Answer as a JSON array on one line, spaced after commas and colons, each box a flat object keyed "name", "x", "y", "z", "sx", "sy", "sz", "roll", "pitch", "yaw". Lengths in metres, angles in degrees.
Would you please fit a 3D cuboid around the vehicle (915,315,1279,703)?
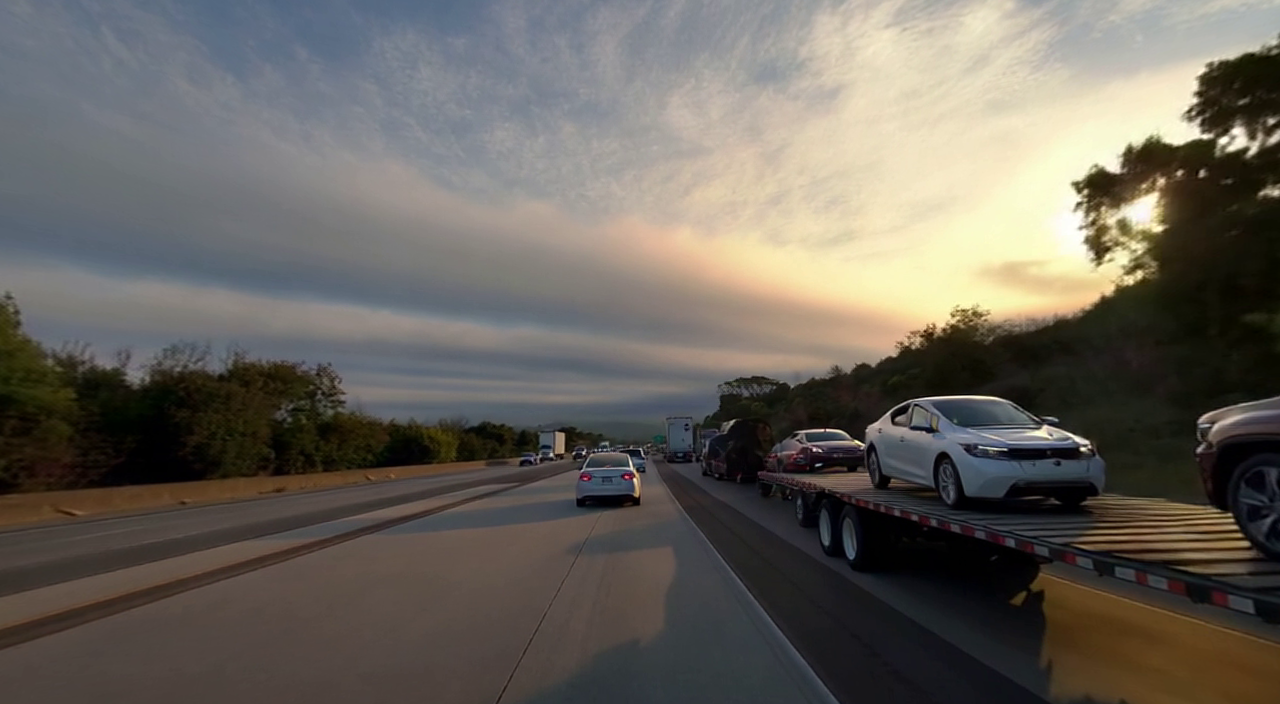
[{"name": "vehicle", "x": 3.484, "y": 0.903, "z": 3.410, "sx": 1.959, "sy": 1.783, "sz": 4.407, "roll": 0, "pitch": -9, "yaw": 0}]

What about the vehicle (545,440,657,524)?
[{"name": "vehicle", "x": -0.683, "y": 2.618, "z": 13.131, "sx": 1.991, "sy": 1.466, "sz": 3.675, "roll": 0, "pitch": -9, "yaw": 0}]

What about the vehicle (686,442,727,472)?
[{"name": "vehicle", "x": 3.914, "y": 6.254, "z": 37.600, "sx": 1.938, "sy": 1.660, "sz": 4.223, "roll": 0, "pitch": -9, "yaw": -1}]

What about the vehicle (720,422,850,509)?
[{"name": "vehicle", "x": 3.425, "y": 2.789, "z": 15.798, "sx": 2.303, "sy": 1.889, "sz": 3.920, "roll": 0, "pitch": -9, "yaw": 0}]
